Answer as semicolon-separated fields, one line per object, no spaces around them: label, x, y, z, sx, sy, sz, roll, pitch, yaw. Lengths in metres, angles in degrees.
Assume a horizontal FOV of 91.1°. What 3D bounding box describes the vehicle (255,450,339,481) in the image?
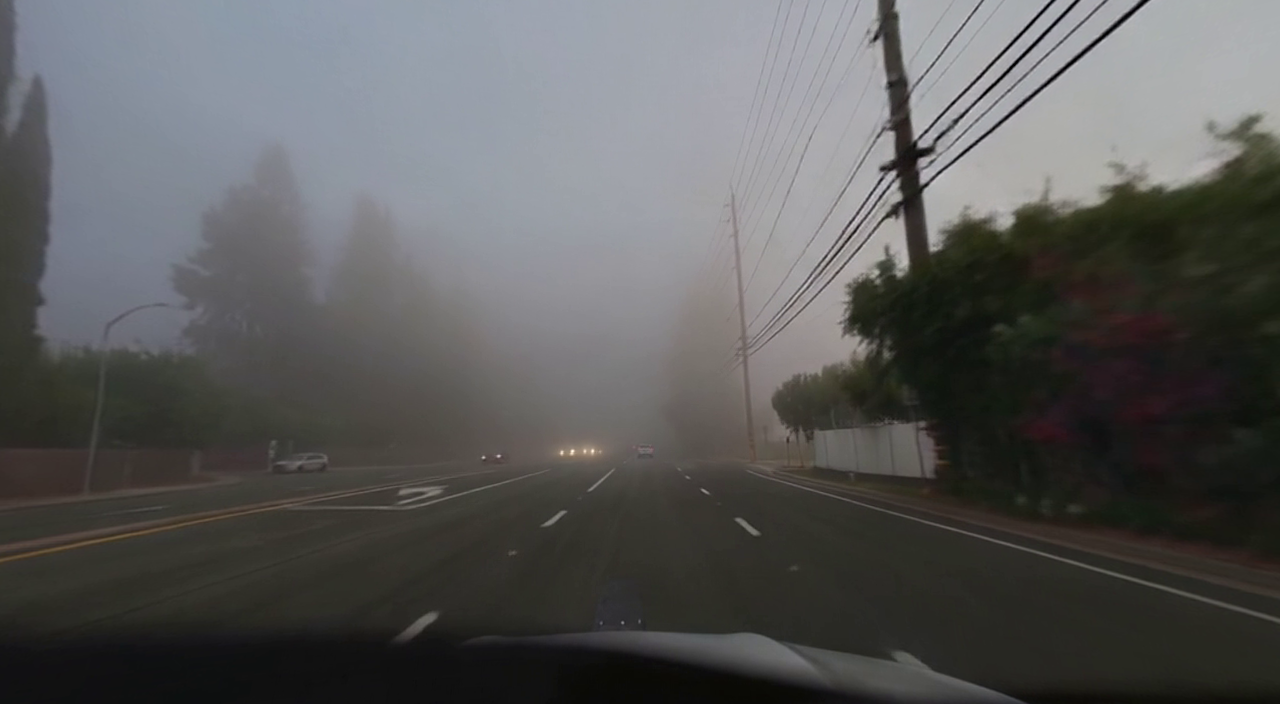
vehicle;-21.537;7.095;39.431;4.600;1.809;2.153;-4;-9;23
